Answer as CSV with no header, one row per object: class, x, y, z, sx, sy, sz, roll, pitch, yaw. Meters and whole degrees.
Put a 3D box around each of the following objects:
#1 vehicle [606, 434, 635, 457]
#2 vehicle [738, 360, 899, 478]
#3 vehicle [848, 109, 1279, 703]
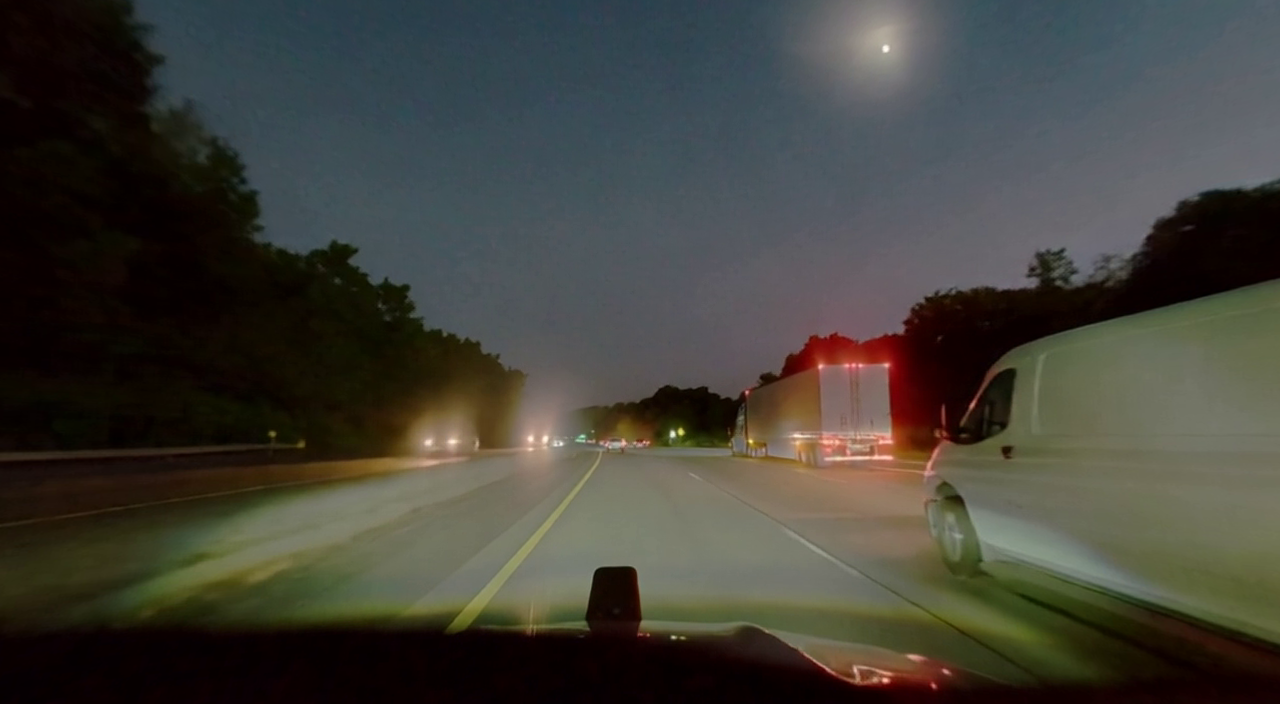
vehicle,-1.501,7.019,47.476,2.088,1.671,4.068,0,-8,-2
vehicle,7.301,3.277,29.093,2.888,4.093,14.227,0,-8,-2
vehicle,3.442,0.593,3.632,2.436,2.521,5.409,0,-8,-2
